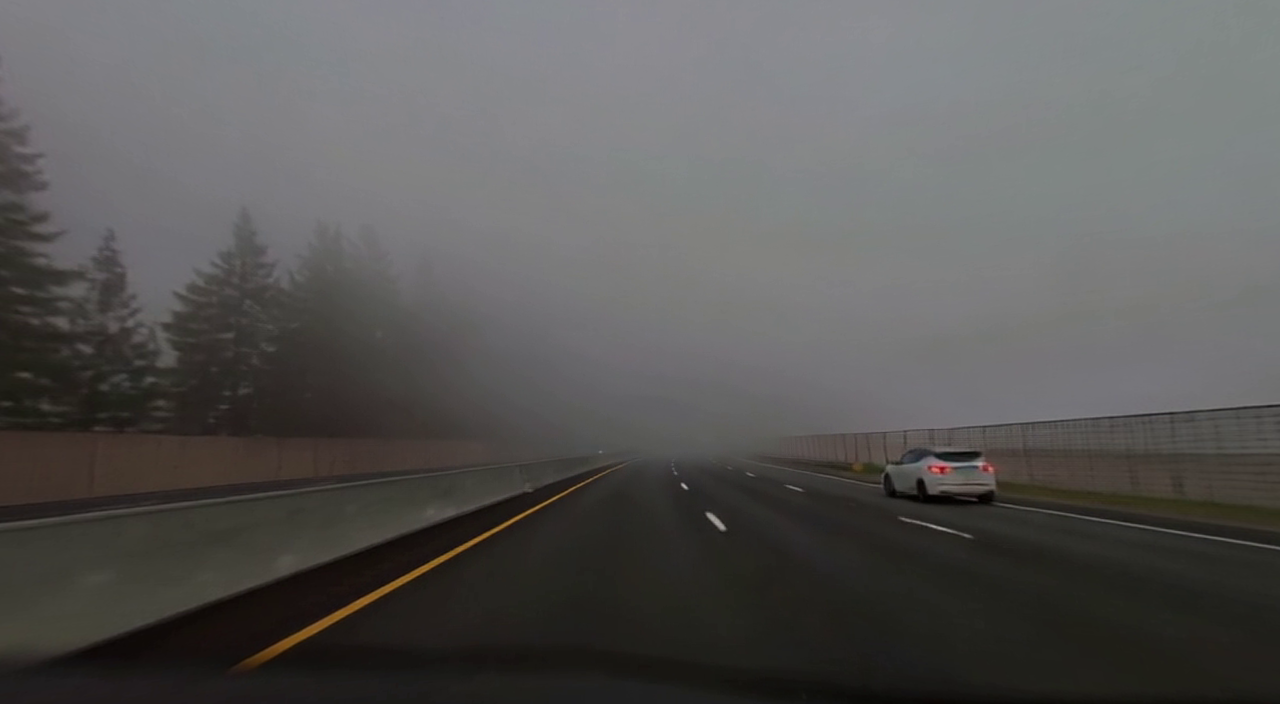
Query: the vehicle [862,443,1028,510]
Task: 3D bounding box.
[{"bbox_3d":[7.660,3.149,16.418,1.983,1.486,4.545,0,-9,-1],"label":"vehicle"}]
